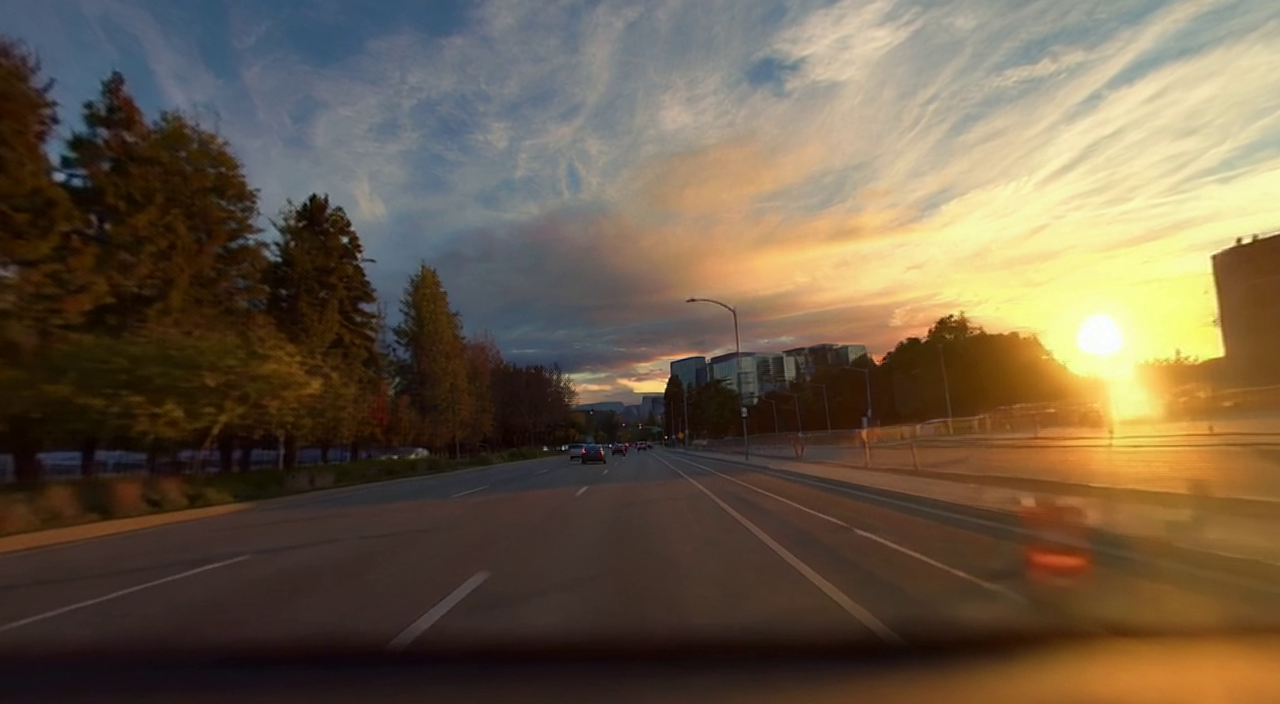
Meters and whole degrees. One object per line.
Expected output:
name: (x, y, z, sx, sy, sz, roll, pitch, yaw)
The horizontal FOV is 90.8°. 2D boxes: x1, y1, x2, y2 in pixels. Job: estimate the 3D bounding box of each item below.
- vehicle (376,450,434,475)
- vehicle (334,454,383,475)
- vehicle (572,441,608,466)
vehicle: (-15.309, 7.171, 41.386, 1.882, 1.472, 4.796, -1, -9, 1)
vehicle: (-21.791, 8.725, 49.080, 1.817, 1.447, 4.369, -1, -9, 1)
vehicle: (-3.444, 7.056, 44.009, 2.121, 1.654, 3.993, 0, -9, 1)
